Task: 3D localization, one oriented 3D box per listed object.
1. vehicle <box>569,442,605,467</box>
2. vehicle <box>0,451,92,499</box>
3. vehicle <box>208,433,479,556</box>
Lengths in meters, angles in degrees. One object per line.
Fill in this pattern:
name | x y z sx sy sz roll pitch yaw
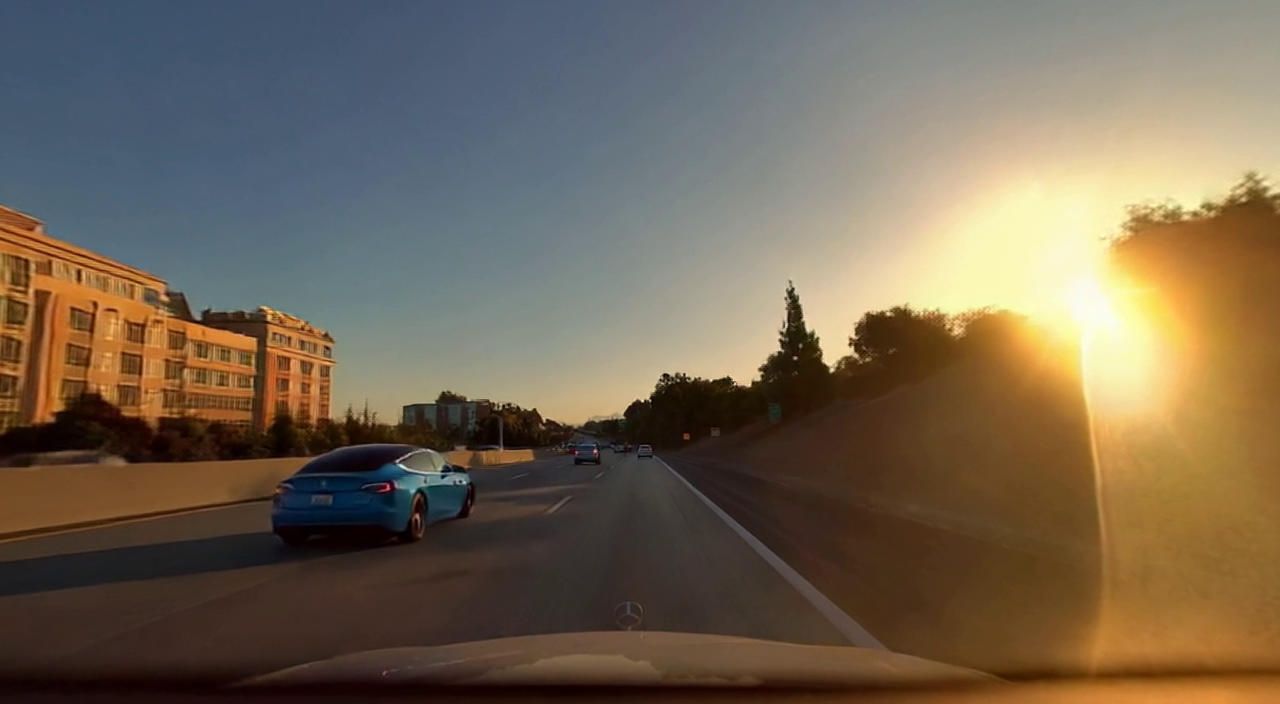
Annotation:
vehicle | -3.340 6.548 40.458 1.926 1.464 4.186 0 -8 1
vehicle | -21.294 4.160 21.563 1.817 1.465 3.571 0 -8 1
vehicle | -4.155 2.051 9.870 2.083 1.471 4.350 0 -8 1
